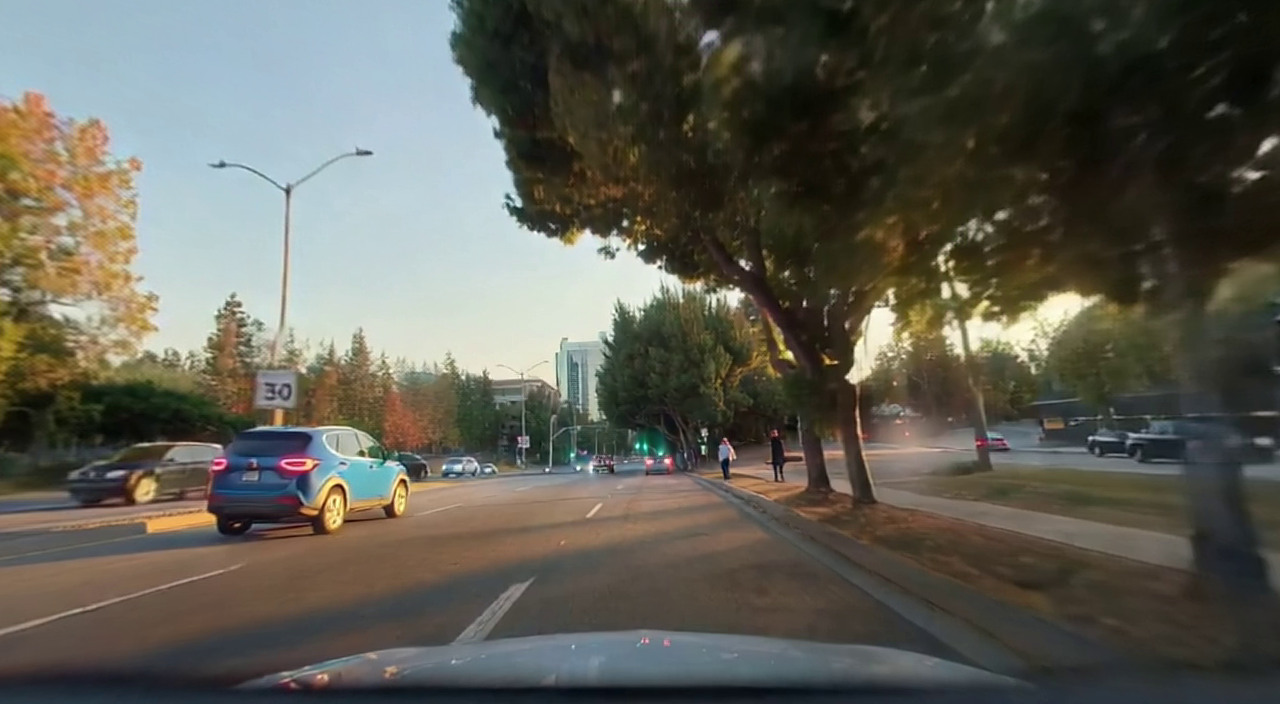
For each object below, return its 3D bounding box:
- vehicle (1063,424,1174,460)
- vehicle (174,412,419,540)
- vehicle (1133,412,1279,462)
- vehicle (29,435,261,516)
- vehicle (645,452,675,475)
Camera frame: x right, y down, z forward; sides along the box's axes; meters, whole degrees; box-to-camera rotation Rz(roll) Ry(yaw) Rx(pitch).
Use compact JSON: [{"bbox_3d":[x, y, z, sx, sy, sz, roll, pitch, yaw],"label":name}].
[{"bbox_3d":[22.993,4.360,30.531,2.001,1.558,4.803,-1,-8,6],"label":"vehicle"},{"bbox_3d":[-5.964,2.185,11.721,2.027,1.908,4.273,0,-8,1],"label":"vehicle"},{"bbox_3d":[22.129,3.361,24.784,2.018,1.751,4.637,-1,-8,6],"label":"vehicle"},{"bbox_3d":[-12.001,2.975,15.832,1.953,1.697,4.725,0,-8,0],"label":"vehicle"},{"bbox_3d":[1.387,8.081,45.808,2.091,1.494,3.962,0,-8,0],"label":"vehicle"}]
